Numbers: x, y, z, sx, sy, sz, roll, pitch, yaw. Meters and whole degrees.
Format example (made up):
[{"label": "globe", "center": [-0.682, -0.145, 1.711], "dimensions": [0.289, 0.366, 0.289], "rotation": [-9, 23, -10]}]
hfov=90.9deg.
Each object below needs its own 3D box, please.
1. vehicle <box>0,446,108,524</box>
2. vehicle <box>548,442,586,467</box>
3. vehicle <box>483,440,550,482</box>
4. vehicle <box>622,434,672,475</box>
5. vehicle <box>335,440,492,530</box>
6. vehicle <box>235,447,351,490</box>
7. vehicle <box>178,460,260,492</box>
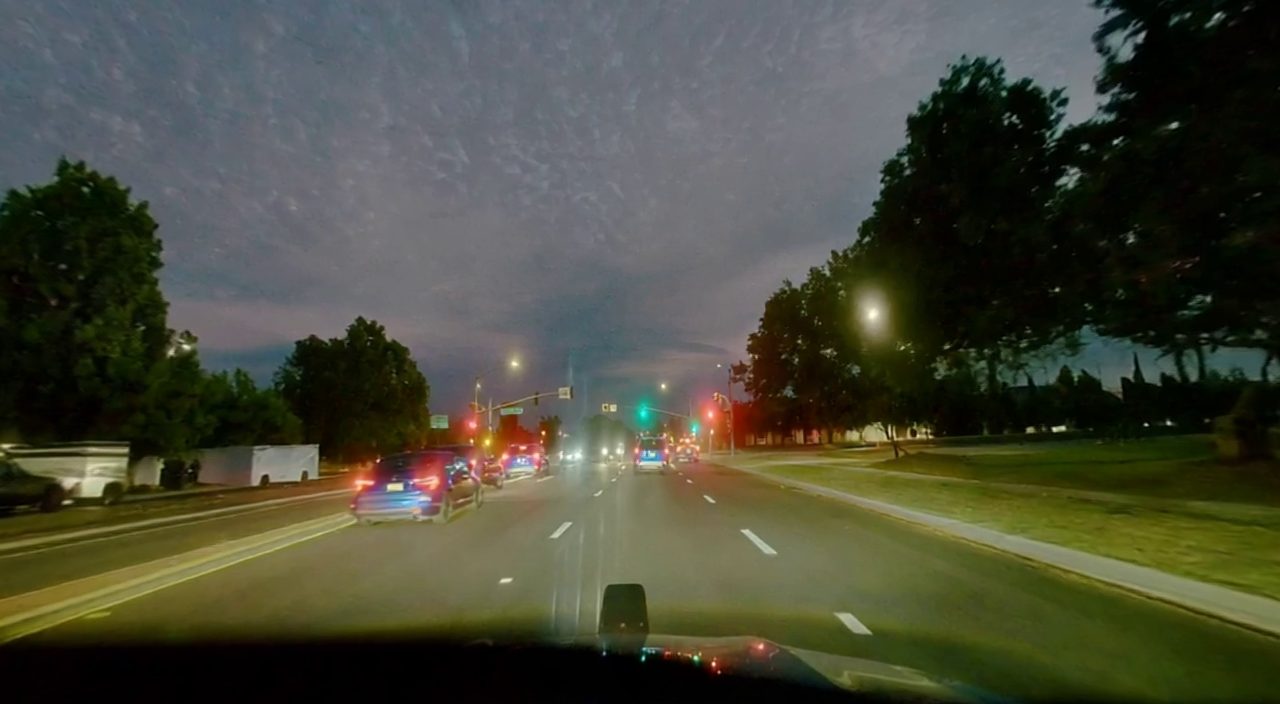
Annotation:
[{"label": "vehicle", "center": [-18.898, 3.696, 17.826], "dimensions": [5.642, 2.016, 2.305], "rotation": [-1, -9, 3]}, {"label": "vehicle", "center": [-5.162, 7.353, 45.205], "dimensions": [2.108, 1.689, 4.316], "rotation": [-1, -9, 1]}, {"label": "vehicle", "center": [-5.330, 4.770, 27.921], "dimensions": [2.052, 1.664, 4.476], "rotation": [0, -9, 0]}, {"label": "vehicle", "center": [0.348, 4.895, 30.295], "dimensions": [2.235, 1.778, 4.178], "rotation": [-1, -9, 1]}, {"label": "vehicle", "center": [-4.320, 2.564, 12.862], "dimensions": [2.043, 1.464, 4.571], "rotation": [1, -9, -7]}, {"label": "vehicle", "center": [-17.890, 6.013, 32.978], "dimensions": [2.254, 2.005, 6.086], "rotation": [-1, -9, 4]}, {"label": "vehicle", "center": [-21.392, 6.295, 32.187], "dimensions": [1.632, 1.435, 3.580], "rotation": [0, -8, 0]}]
